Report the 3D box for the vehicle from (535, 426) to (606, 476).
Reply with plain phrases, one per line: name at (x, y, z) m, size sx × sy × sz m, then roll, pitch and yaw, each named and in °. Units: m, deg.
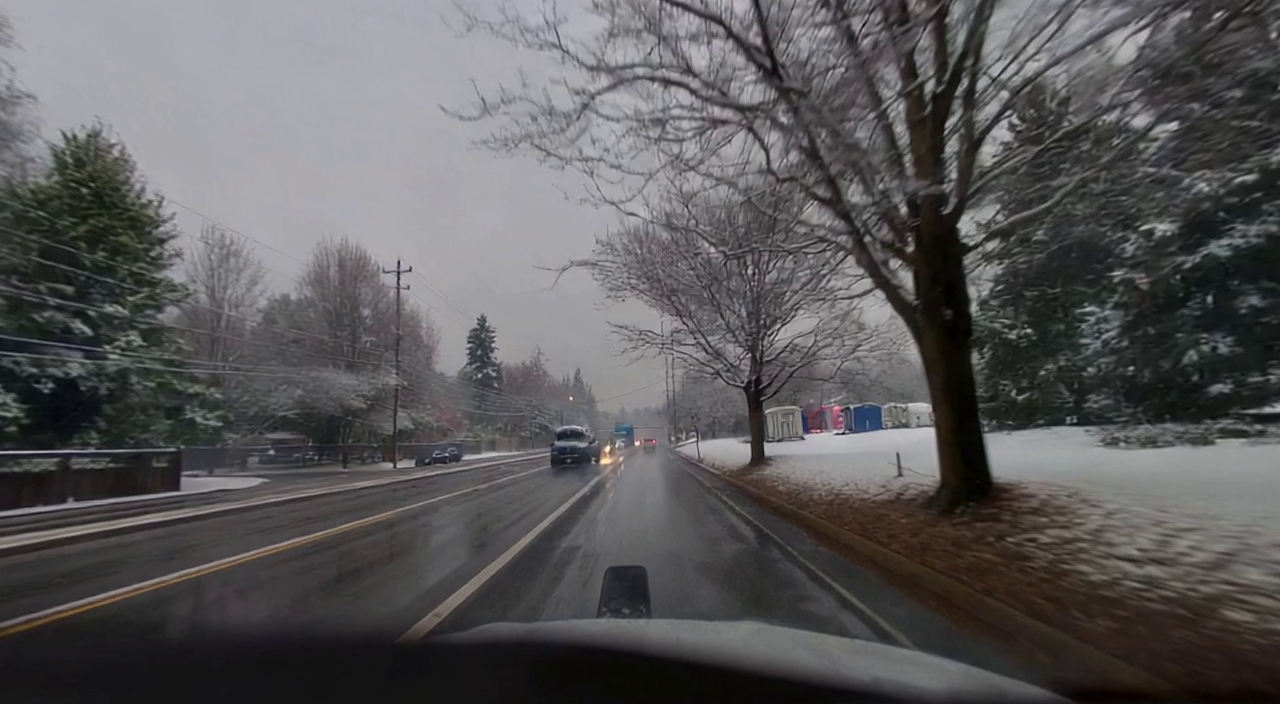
vehicle at (-2.733, 4.070, 26.095) m, size 2.180 × 1.818 × 5.117 m, roll 0°, pitch -8°, yaw 2°
